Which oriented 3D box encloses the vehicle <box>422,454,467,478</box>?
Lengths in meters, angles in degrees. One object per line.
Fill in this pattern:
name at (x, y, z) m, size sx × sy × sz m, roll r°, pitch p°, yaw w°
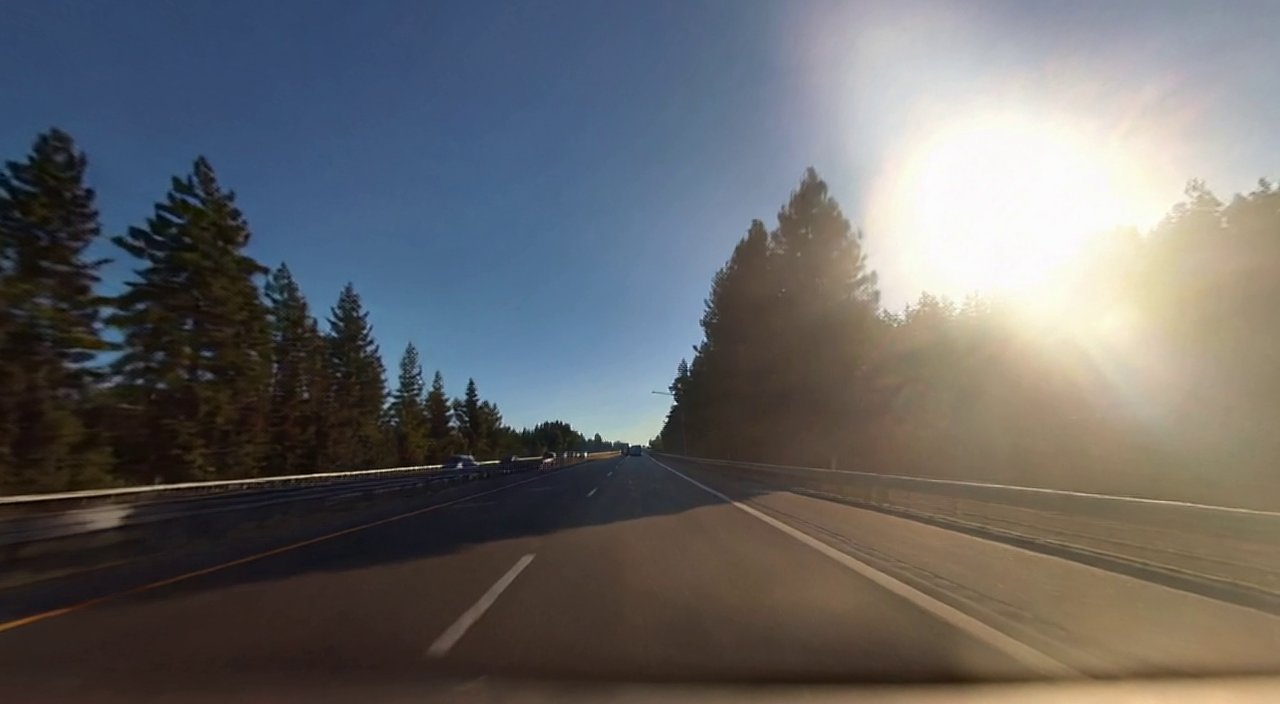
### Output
vehicle at (-12.872, 7.512, 41.729) m, size 1.775 × 1.422 × 3.753 m, roll 0°, pitch -9°, yaw -1°
